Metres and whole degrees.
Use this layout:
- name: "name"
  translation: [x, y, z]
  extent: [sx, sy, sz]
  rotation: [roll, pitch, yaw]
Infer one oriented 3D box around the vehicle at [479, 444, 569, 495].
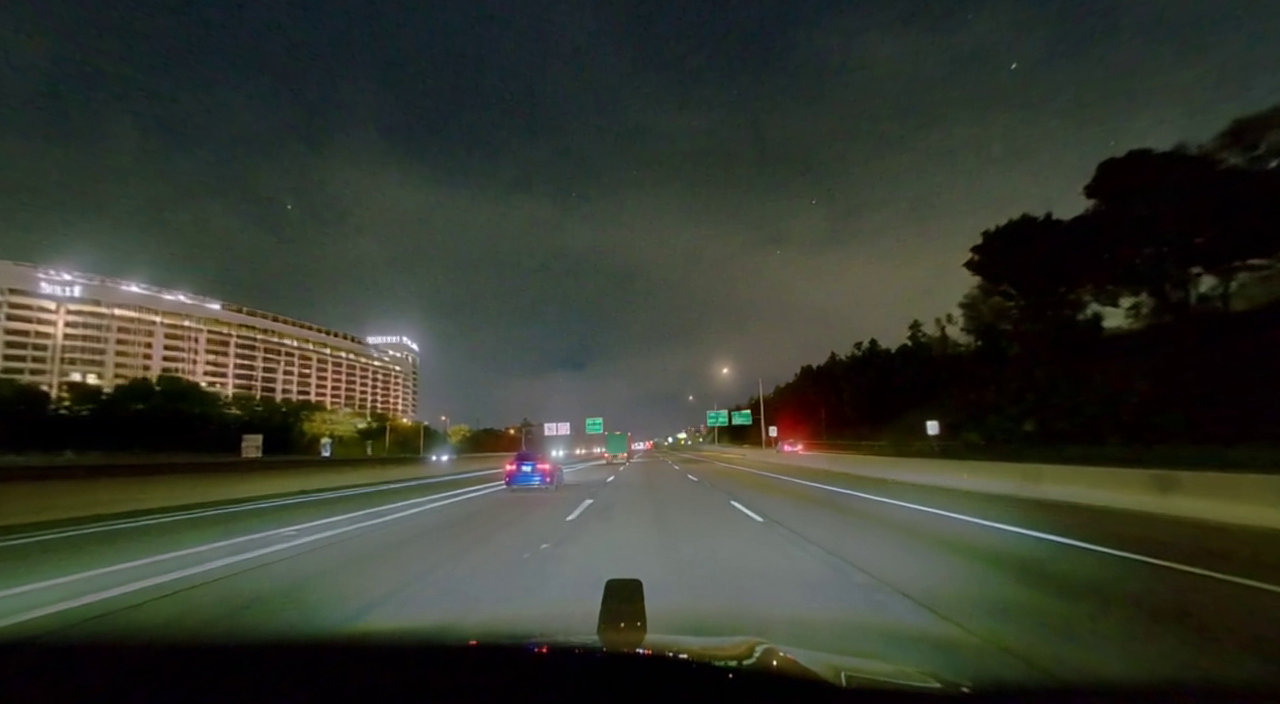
- name: "vehicle"
  translation: [-3.671, 3.827, 20.852]
  extent: [2.039, 1.478, 4.483]
  rotation: [0, -9, 1]
